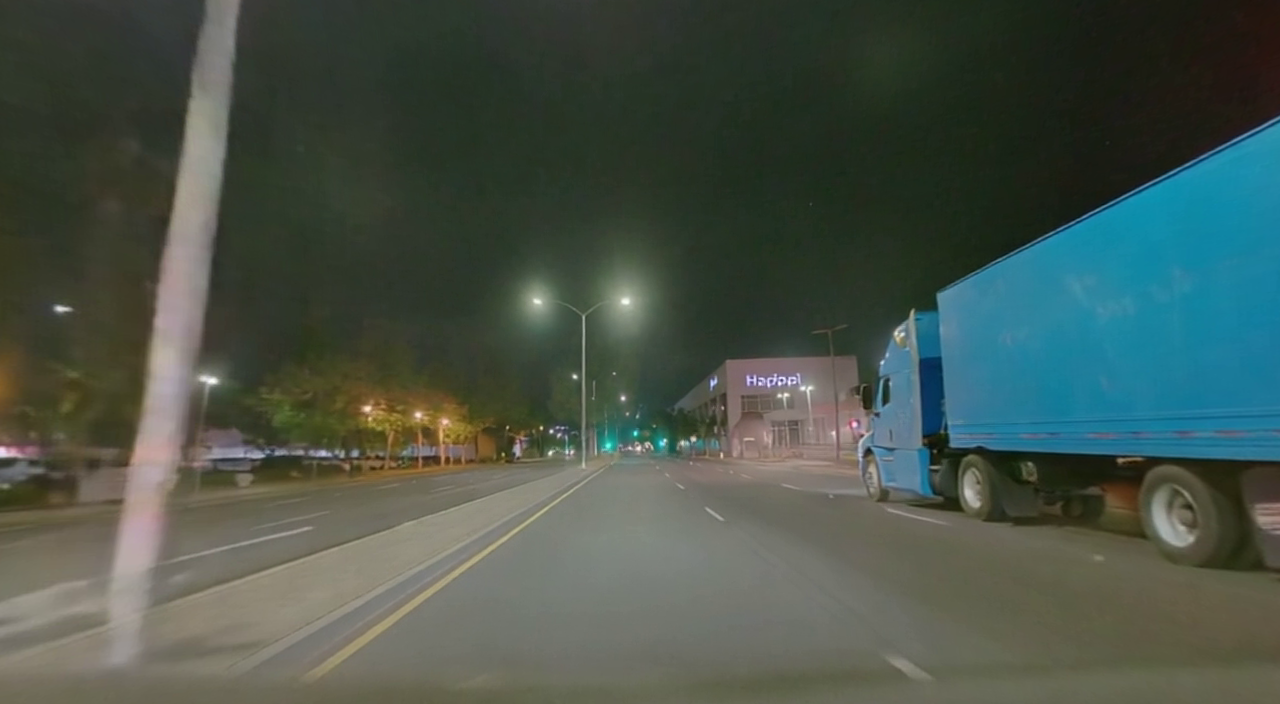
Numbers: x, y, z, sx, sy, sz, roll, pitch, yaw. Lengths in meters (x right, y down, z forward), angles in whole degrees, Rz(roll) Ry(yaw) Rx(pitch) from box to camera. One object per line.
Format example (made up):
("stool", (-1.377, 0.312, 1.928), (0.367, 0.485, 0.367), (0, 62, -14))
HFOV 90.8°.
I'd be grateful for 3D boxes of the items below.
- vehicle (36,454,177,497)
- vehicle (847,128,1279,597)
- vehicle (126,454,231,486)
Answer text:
("vehicle", (-25.366, 5.849, 30.269), (4.900, 1.808, 2.103), (7, -11, -39))
("vehicle", (6.730, 0.740, 9.567), (3.120, 3.794, 11.510), (0, -8, -1))
("vehicle", (-28.057, 7.136, 38.587), (4.923, 1.725, 2.088), (6, -10, -34))
